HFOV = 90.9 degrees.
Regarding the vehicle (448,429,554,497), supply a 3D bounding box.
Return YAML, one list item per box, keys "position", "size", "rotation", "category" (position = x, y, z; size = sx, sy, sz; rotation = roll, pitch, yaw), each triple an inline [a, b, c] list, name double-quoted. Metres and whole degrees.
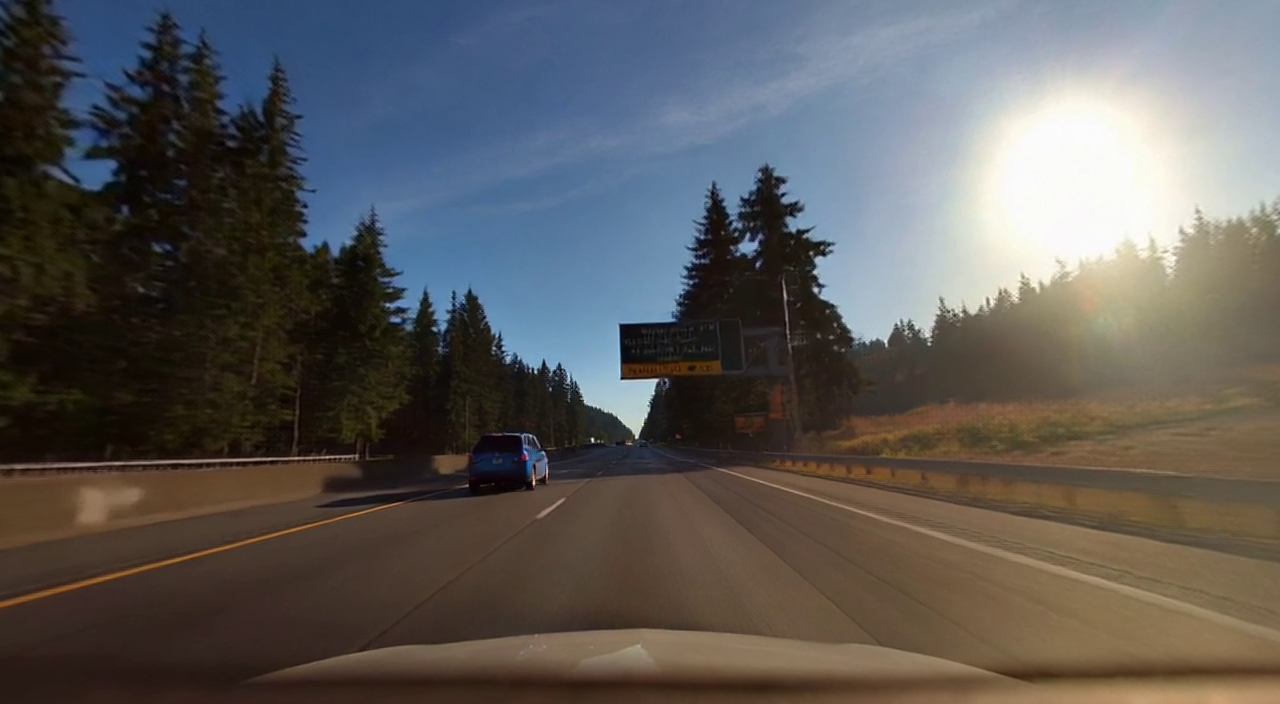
- position: [-3.913, 3.216, 18.651]
  size: [2.084, 1.752, 4.479]
  rotation: [0, -8, 1]
  category: "vehicle"
